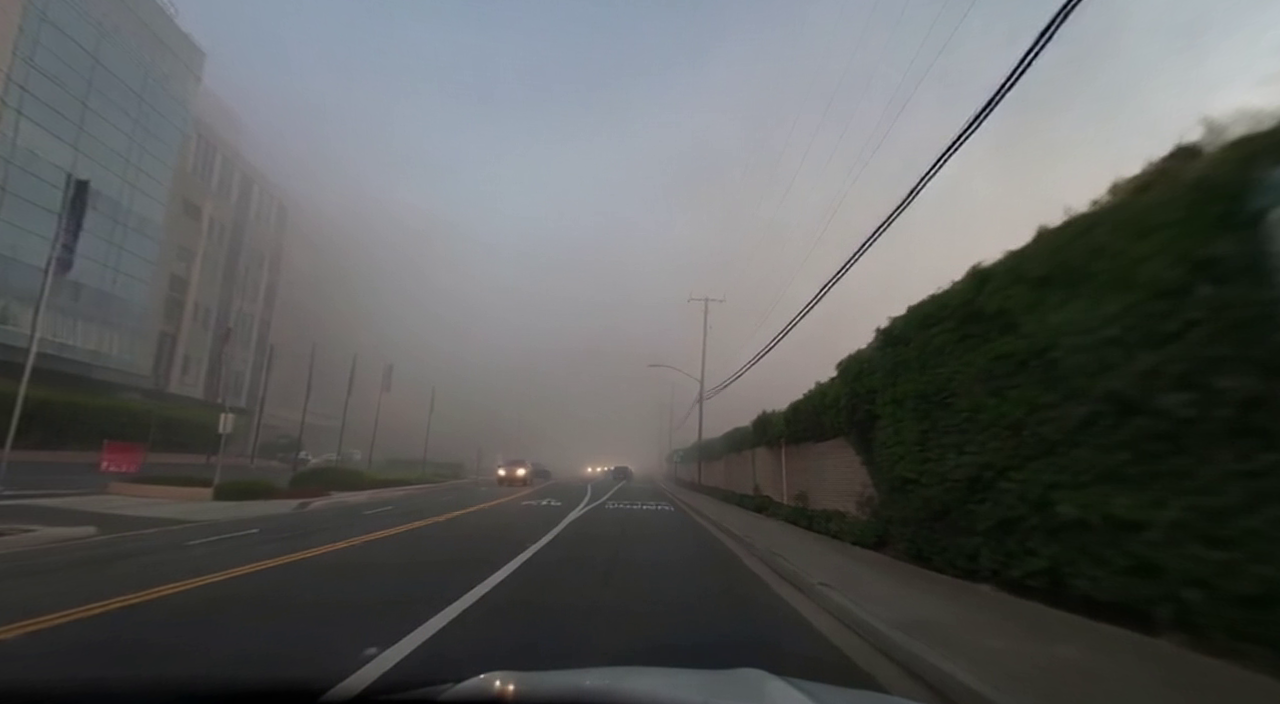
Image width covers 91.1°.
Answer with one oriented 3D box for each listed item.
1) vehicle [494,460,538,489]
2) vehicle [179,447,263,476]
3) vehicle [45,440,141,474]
[{"bbox_3d":[-7.191,7.155,36.779,1.922,1.540,3.771,1,-11,-2],"label":"vehicle"},{"bbox_3d":[-26.350,6.873,39.521,4.630,1.710,2.035,-4,-11,23],"label":"vehicle"},{"bbox_3d":[-28.631,5.523,32.898,3.973,1.647,1.896,-3,-11,19],"label":"vehicle"}]
